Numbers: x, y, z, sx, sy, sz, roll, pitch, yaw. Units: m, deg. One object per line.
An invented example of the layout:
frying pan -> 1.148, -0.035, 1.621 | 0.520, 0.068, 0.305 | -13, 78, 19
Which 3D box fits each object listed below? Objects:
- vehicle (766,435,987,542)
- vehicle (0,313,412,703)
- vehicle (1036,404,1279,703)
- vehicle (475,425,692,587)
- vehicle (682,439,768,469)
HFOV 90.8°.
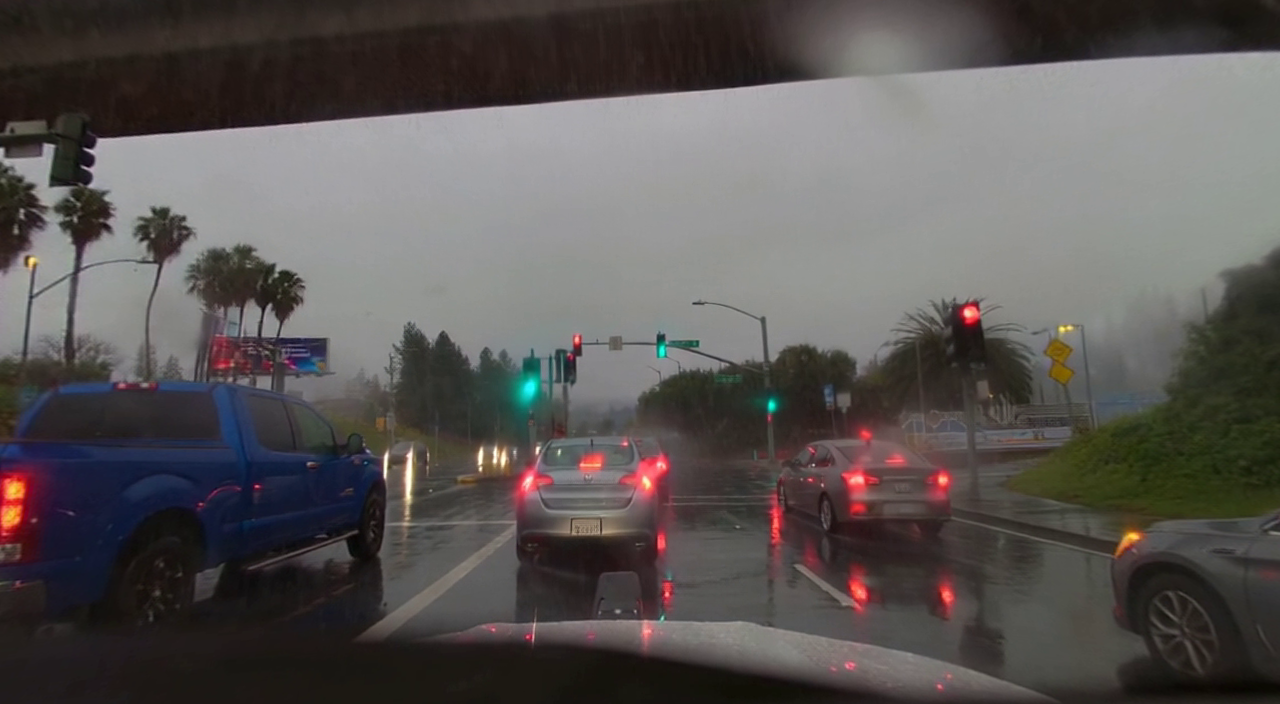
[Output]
vehicle -> 3.700, 2.217, 10.963 | 1.965, 1.448, 4.486 | 0, -9, -2
vehicle -> -3.805, 1.102, 4.939 | 2.078, 1.838, 5.448 | 0, -9, -1
vehicle -> 3.888, 0.892, 2.190 | 2.052, 1.496, 4.541 | 0, -9, 0
vehicle -> -0.627, 1.754, 8.053 | 2.035, 1.491, 4.090 | 0, -9, -3
vehicle -> 4.215, 5.139, 31.968 | 1.878, 1.428, 4.416 | 5, -10, -32
